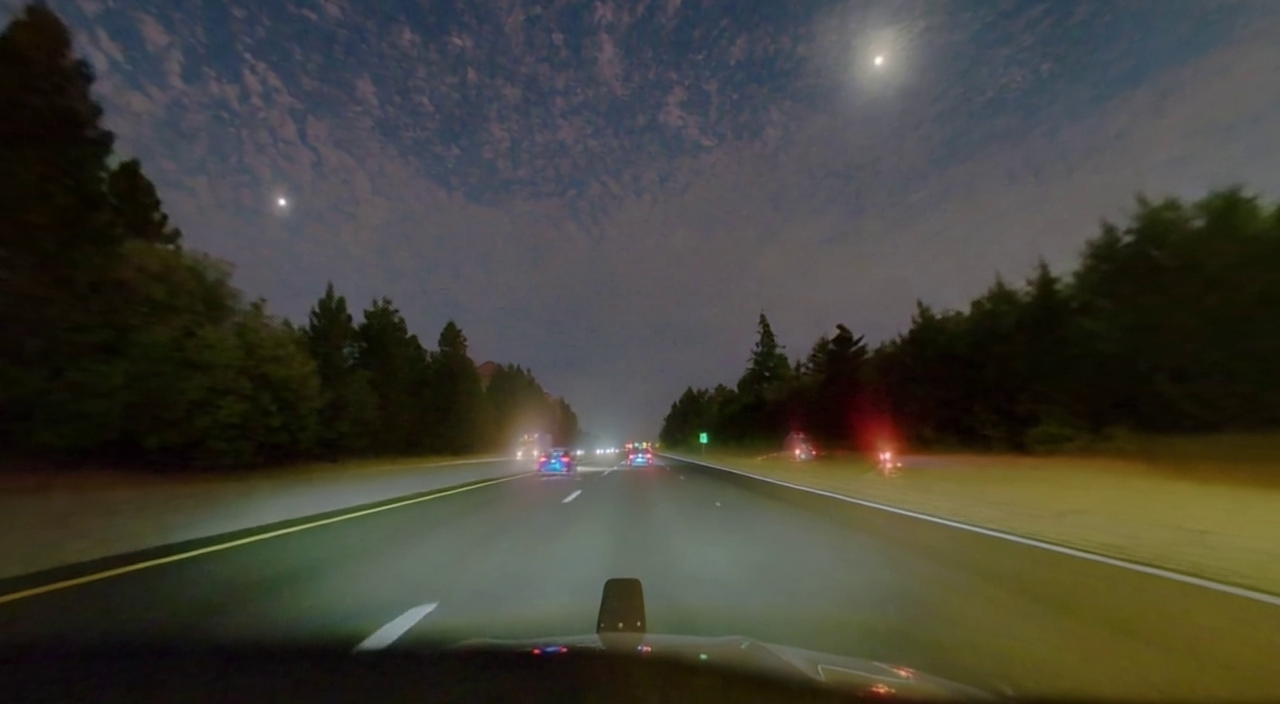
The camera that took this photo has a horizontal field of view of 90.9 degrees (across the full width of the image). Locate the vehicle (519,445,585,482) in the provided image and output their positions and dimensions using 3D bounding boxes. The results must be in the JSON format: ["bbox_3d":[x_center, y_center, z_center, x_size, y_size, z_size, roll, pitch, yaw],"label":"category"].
[{"bbox_3d":[-3.734,4.838,27.649,2.157,1.483,4.601,0,-9,1],"label":"vehicle"}]

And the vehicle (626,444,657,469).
[{"bbox_3d":[0.075,6.940,41.996,2.011,1.590,3.607,0,-9,0],"label":"vehicle"}]
